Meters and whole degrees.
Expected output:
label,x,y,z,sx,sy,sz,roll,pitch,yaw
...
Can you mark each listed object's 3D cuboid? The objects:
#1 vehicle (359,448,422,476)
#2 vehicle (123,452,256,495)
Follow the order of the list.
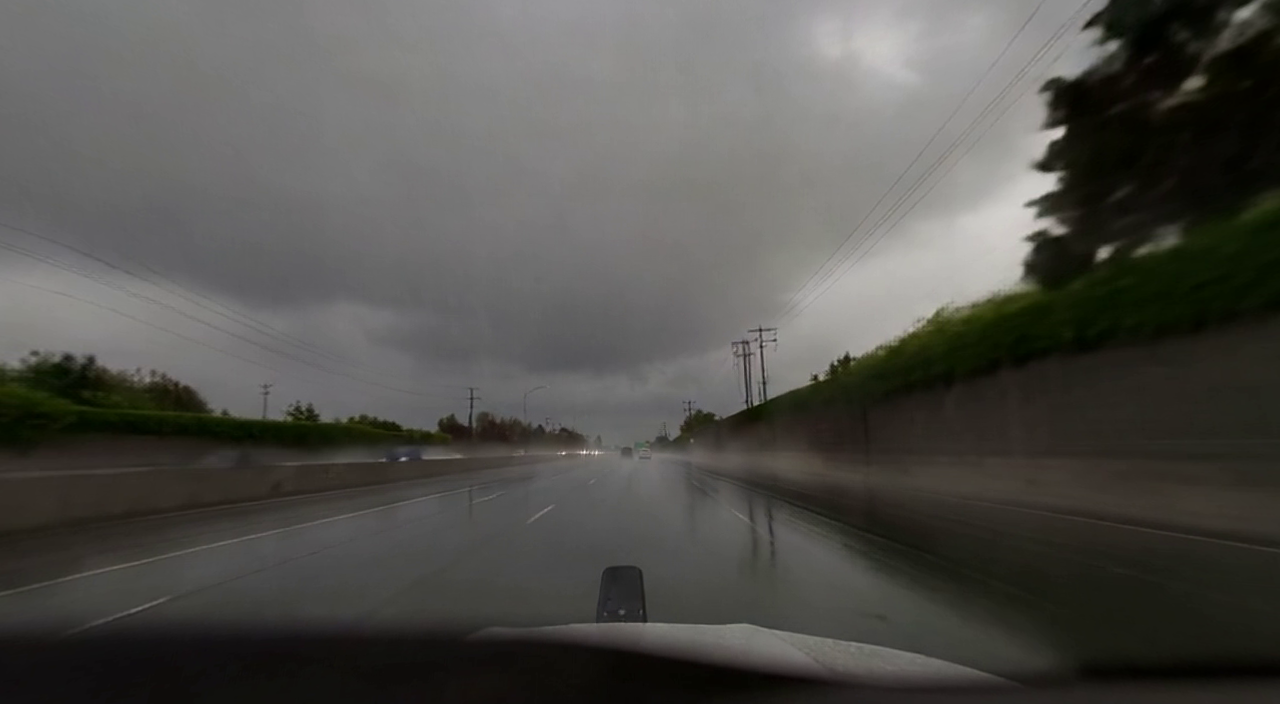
label,x,y,z,sx,sy,sz,roll,pitch,yaw
vehicle,-16.886,7.454,42.951,2.074,1.779,5.152,-1,-9,2
vehicle,-16.860,4.545,23.887,1.886,1.454,4.241,0,-9,0
